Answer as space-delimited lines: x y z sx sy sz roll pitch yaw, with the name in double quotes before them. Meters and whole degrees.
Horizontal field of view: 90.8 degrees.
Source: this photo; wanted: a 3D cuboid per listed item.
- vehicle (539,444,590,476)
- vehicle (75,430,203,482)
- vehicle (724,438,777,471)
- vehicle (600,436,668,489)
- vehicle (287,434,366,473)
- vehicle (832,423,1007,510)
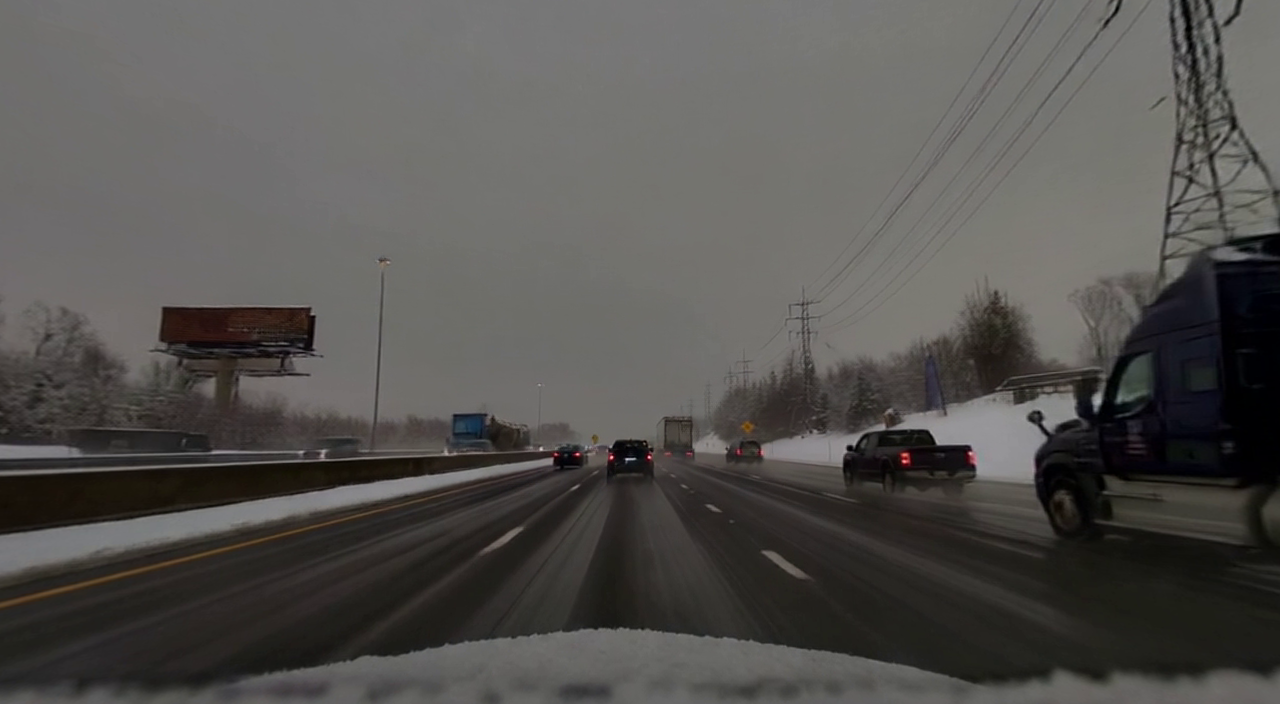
"vehicle" -3.766 5.476 32.251 2.025 1.498 4.675 0 -9 0
"vehicle" -31.755 6.533 40.503 2.736 2.994 6.731 0 -7 -1
"vehicle" 7.026 6.569 40.785 2.302 1.973 5.502 0 -9 -1
"vehicle" -0.200 3.894 22.517 2.191 1.685 4.015 0 -9 0
"vehicle" -20.947 6.816 42.585 2.247 2.391 5.960 0 -9 0
"vehicle" 6.861 2.887 16.332 2.086 1.862 5.232 0 -9 0
